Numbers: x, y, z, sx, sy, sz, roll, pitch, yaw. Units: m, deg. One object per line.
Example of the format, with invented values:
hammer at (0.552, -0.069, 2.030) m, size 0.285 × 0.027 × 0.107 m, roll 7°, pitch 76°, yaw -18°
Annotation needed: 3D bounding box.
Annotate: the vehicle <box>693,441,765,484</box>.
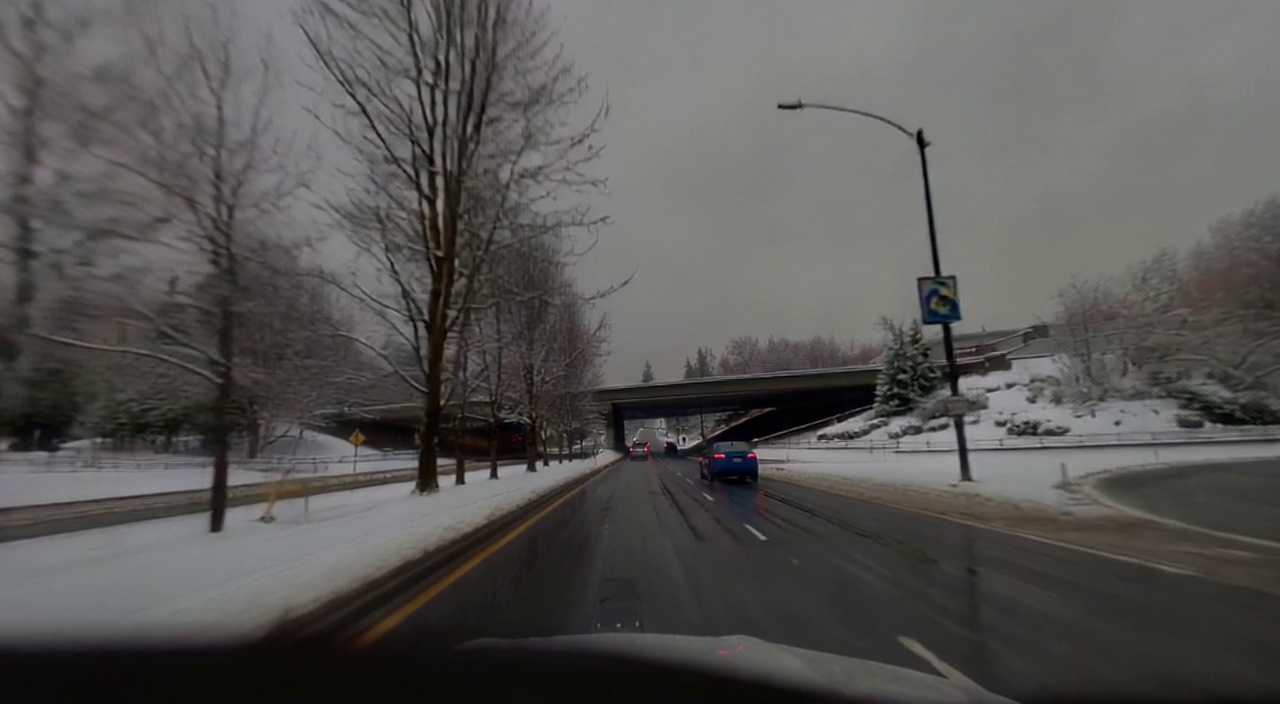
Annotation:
vehicle at (3.309, 4.217, 24.428) m, size 2.062 × 1.484 × 4.332 m, roll 0°, pitch -8°, yaw -1°
